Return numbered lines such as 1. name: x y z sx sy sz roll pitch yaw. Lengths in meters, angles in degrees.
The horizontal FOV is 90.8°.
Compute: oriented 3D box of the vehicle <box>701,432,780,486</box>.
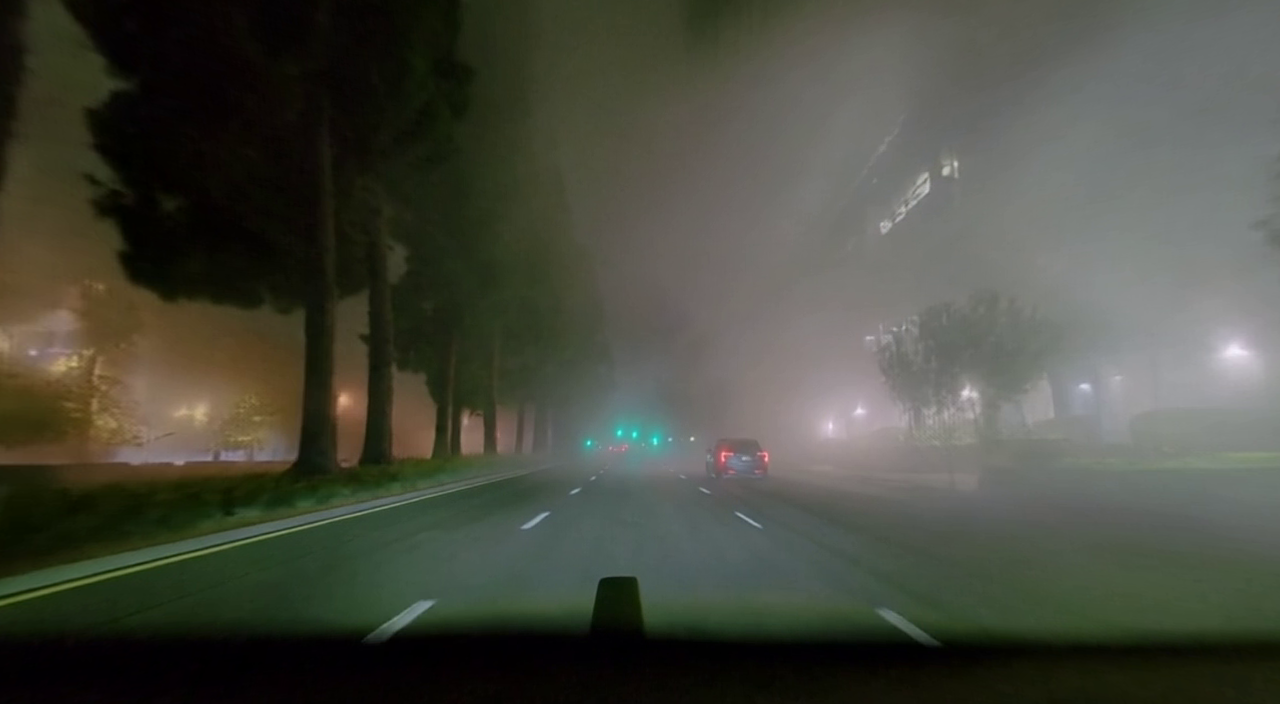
1. vehicle: 3.485 3.818 22.840 2.083 1.743 4.354 0 -8 -1
